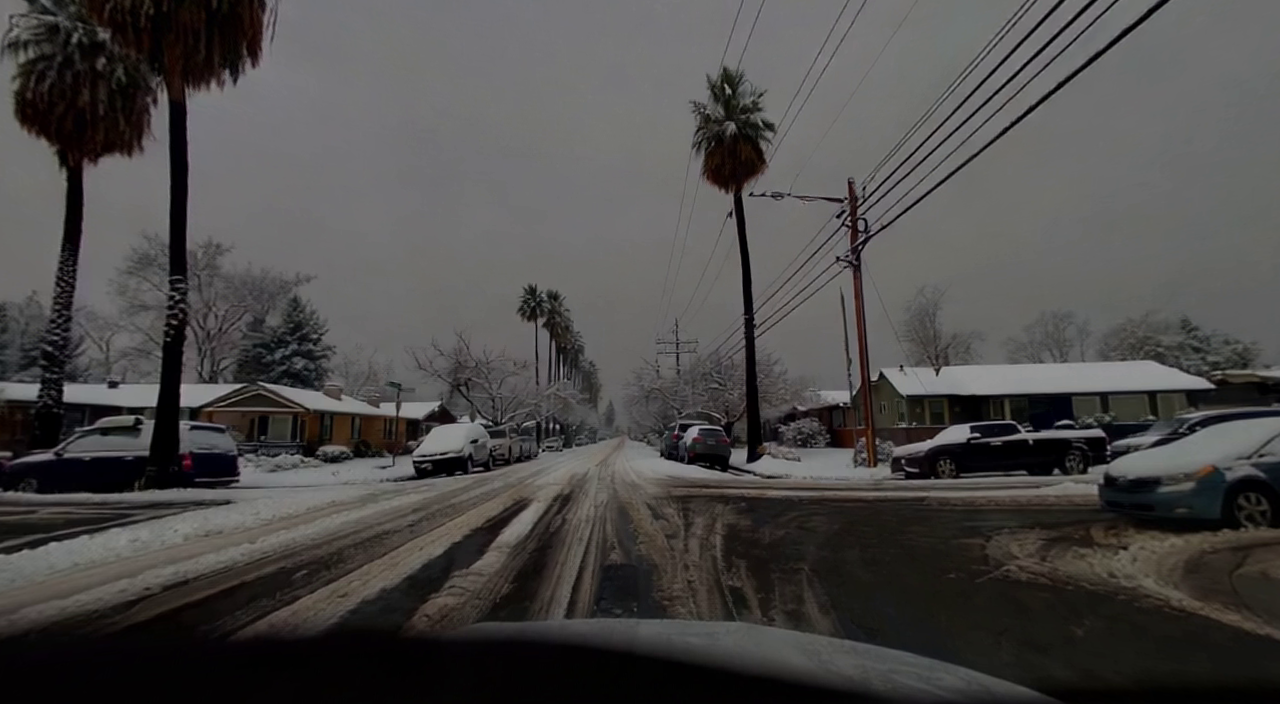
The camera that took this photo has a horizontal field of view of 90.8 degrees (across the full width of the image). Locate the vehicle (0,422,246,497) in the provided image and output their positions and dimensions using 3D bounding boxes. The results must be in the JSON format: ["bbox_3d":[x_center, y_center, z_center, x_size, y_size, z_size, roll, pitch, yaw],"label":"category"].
[{"bbox_3d":[-14.812,3.010,17.734,5.847,1.766,2.392,-2,-9,-2],"label":"vehicle"}]

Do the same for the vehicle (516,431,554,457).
[{"bbox_3d":[-7.705,6.838,46.842,2.178,1.865,4.658,0,-9,-2],"label":"vehicle"}]

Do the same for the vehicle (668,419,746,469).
[{"bbox_3d":[2.697,3.980,27.268,2.505,1.895,5.805,0,-9,-2],"label":"vehicle"}]

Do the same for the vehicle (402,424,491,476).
[{"bbox_3d":[-7.025,3.637,23.512,2.198,1.724,4.493,1,-9,-5],"label":"vehicle"}]

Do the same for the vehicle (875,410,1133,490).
[{"bbox_3d":[10.286,2.791,18.219,5.971,1.967,2.385,-1,-9,-5],"label":"vehicle"}]

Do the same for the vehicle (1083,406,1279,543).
[{"bbox_3d":[9.004,1.636,8.739,4.181,1.638,2.015,0,-9,-1],"label":"vehicle"}]
